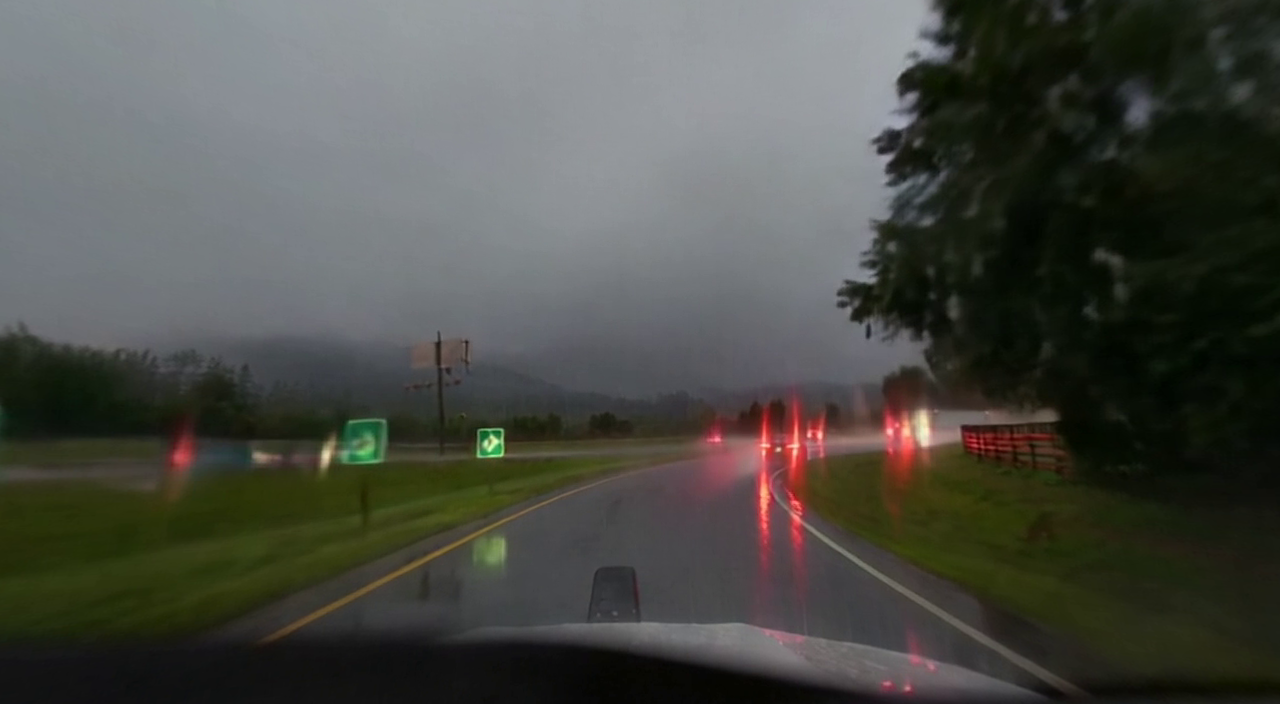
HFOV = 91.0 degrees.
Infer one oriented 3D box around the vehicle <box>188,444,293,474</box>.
[{"bbox_3d":[-22.779,6.121,36.172,4.843,1.579,2.135,4,-9,-28],"label":"vehicle"}]
